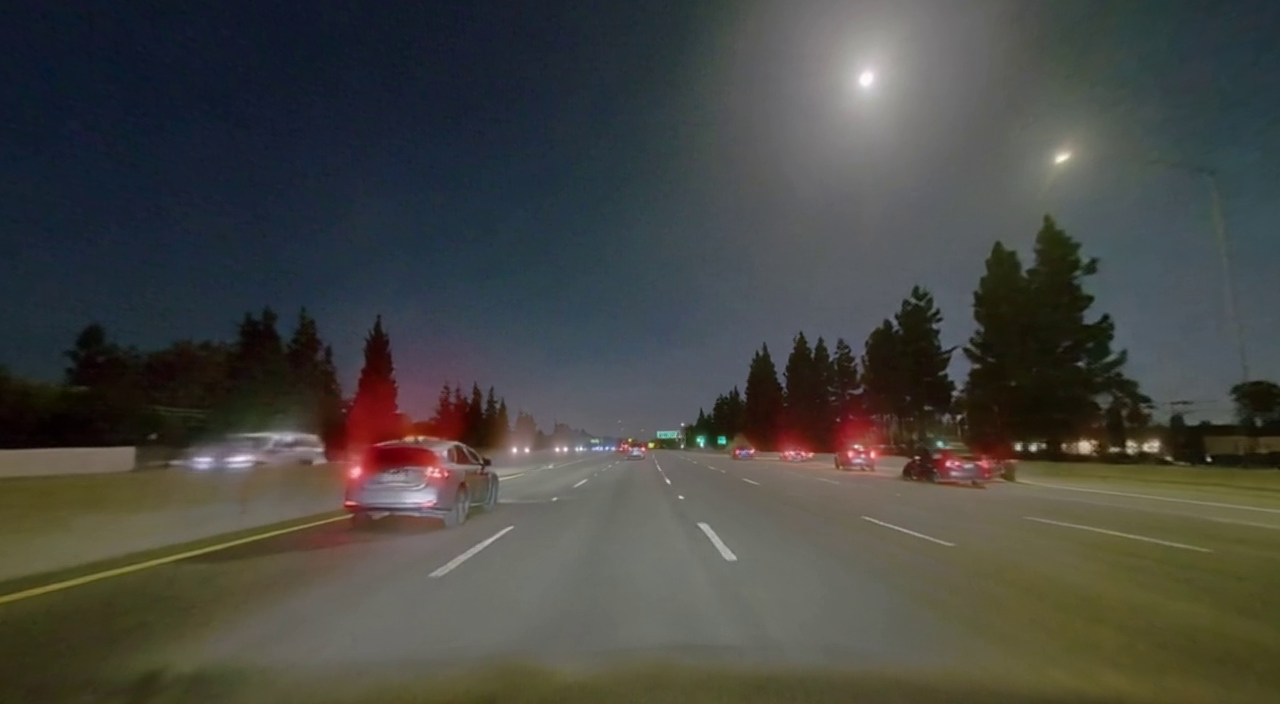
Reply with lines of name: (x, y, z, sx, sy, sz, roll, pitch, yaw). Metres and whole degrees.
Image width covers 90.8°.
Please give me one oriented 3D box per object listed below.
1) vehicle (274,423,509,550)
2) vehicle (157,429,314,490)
vehicle: (-3.679, 2.070, 10.480, 1.996, 1.617, 4.637, 0, -8, 0)
vehicle: (-13.647, 3.665, 21.805, 2.244, 1.862, 4.774, 0, -8, 0)
